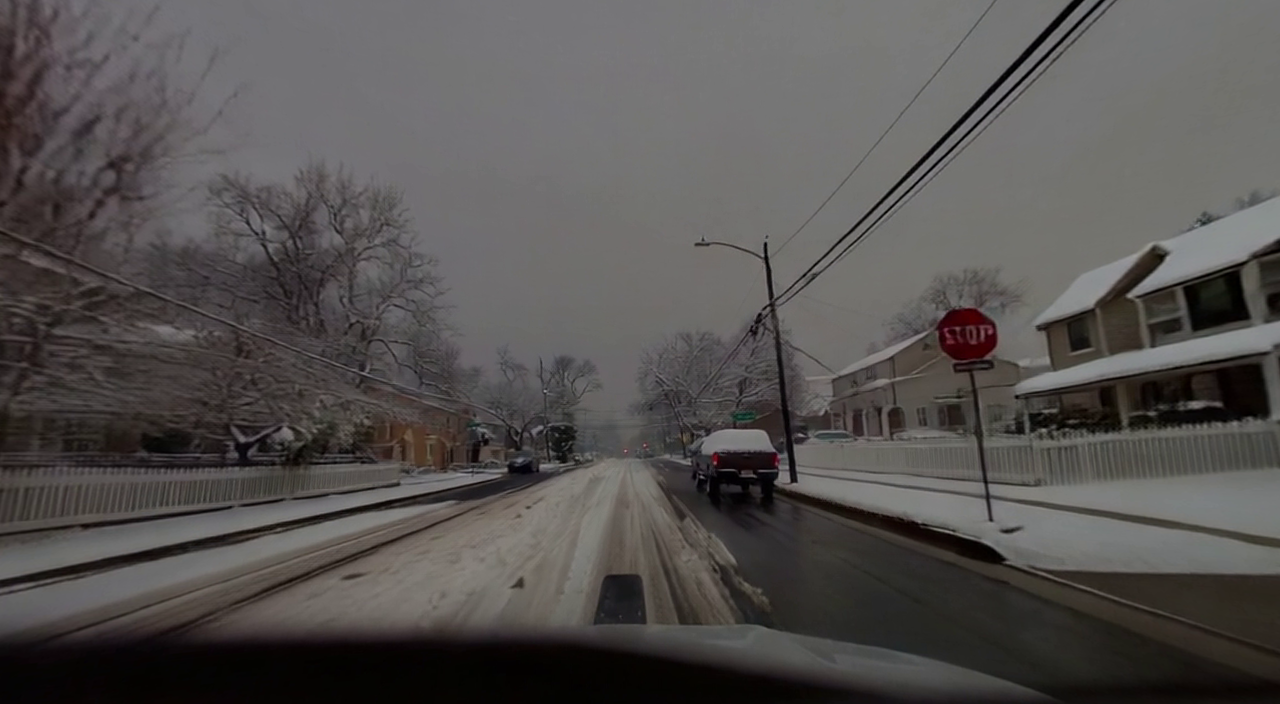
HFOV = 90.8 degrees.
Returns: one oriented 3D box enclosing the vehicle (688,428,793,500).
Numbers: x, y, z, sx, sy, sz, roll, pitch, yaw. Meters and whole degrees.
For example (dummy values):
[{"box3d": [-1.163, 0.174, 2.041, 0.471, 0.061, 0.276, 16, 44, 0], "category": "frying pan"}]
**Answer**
[{"box3d": [2.694, 3.169, 18.233, 2.126, 1.795, 4.751, 0, -9, -1], "category": "vehicle"}]
